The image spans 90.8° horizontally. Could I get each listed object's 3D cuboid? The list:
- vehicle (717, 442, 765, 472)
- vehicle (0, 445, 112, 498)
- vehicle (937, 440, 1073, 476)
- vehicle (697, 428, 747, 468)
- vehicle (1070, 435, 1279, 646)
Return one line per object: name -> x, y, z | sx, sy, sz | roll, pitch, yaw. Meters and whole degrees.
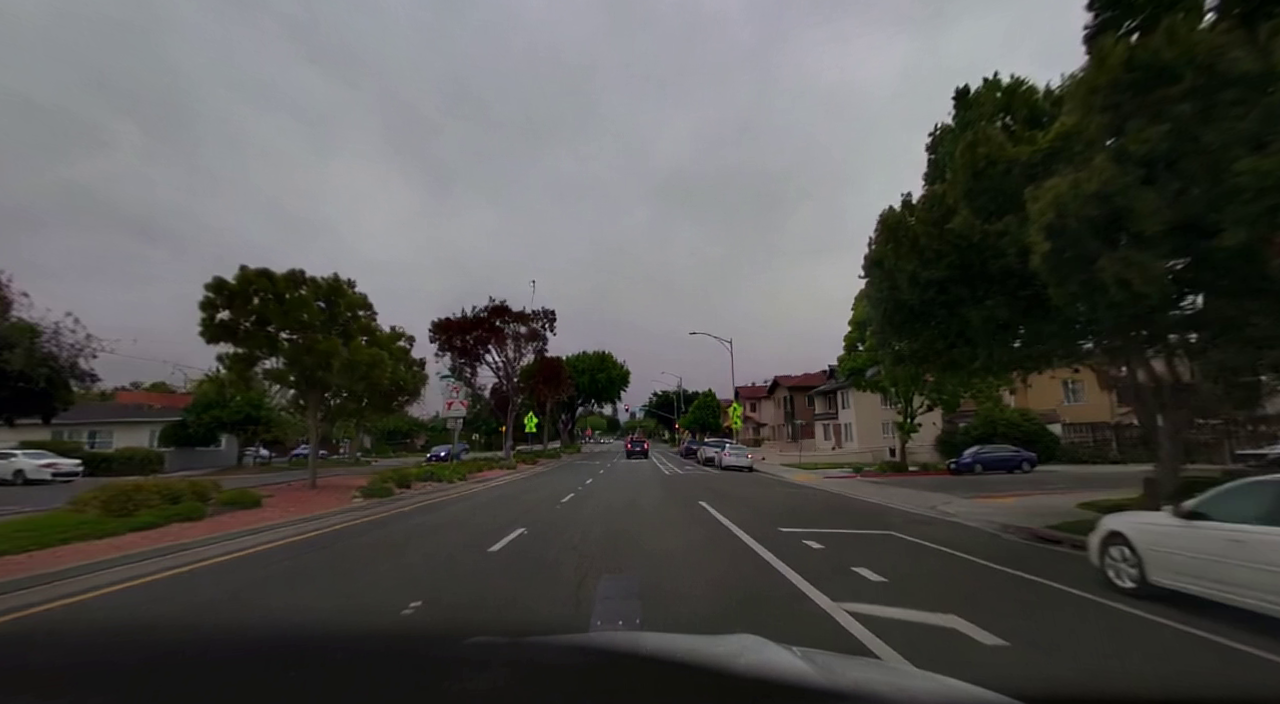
vehicle -> 5.649, 5.925, 35.809 | 1.940, 1.584, 4.553 | 0, -9, 0
vehicle -> -25.897, 5.019, 26.933 | 2.035, 2.025, 5.495 | -1, -9, -1
vehicle -> 15.612, 4.560, 27.186 | 4.565, 1.463, 2.084 | 0, -9, -2
vehicle -> 5.365, 6.429, 42.313 | 2.324, 2.468, 6.422 | 1, -9, -1
vehicle -> 5.448, 1.298, 4.251 | 1.963, 1.452, 4.561 | 0, -9, 1
